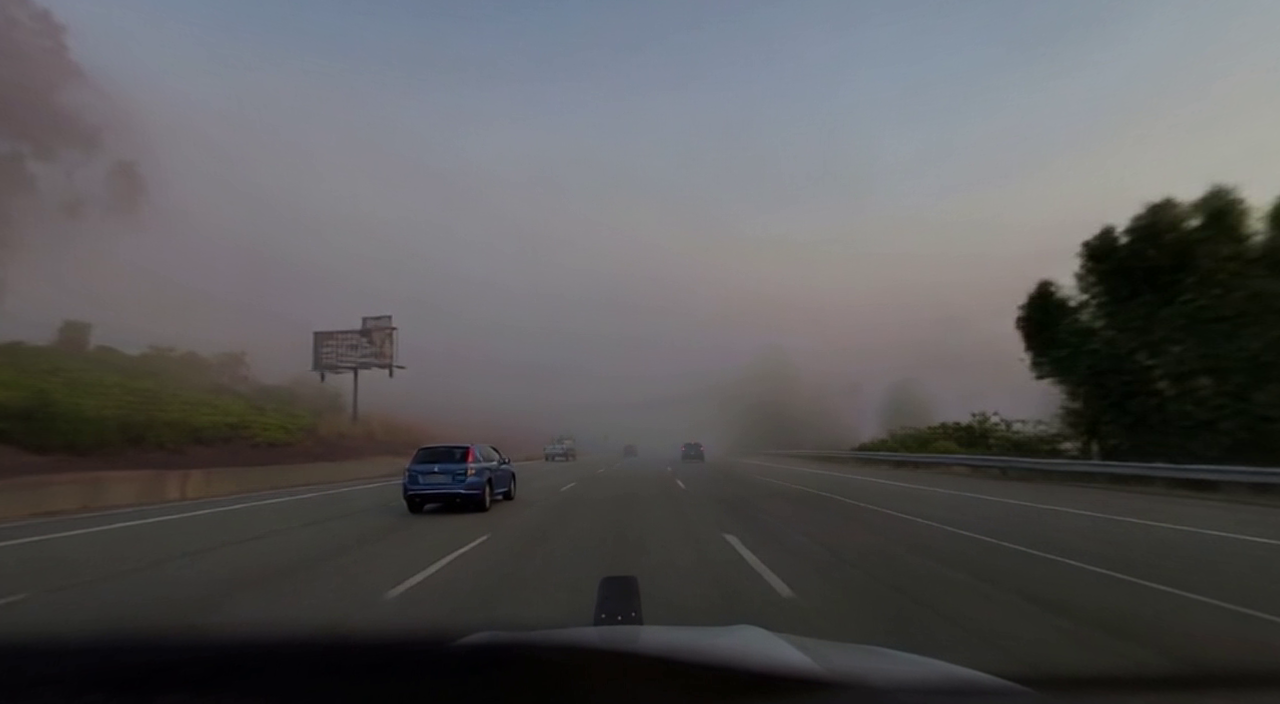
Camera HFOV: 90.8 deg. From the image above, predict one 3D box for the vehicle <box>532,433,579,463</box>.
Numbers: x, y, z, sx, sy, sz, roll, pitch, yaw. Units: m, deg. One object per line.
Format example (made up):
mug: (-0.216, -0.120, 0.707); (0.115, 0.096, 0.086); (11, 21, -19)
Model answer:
vehicle: (-6.063, 7.018, 46.214); (2.383, 2.048, 5.875); (-1, -8, 3)

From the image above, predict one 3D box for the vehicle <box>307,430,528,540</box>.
vehicle: (-3.454, 2.153, 10.964); (2.192, 1.482, 4.454); (0, -8, 0)

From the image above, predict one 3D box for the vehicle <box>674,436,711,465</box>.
vehicle: (3.516, 6.697, 43.050); (2.211, 1.814, 4.404); (0, -8, 1)
